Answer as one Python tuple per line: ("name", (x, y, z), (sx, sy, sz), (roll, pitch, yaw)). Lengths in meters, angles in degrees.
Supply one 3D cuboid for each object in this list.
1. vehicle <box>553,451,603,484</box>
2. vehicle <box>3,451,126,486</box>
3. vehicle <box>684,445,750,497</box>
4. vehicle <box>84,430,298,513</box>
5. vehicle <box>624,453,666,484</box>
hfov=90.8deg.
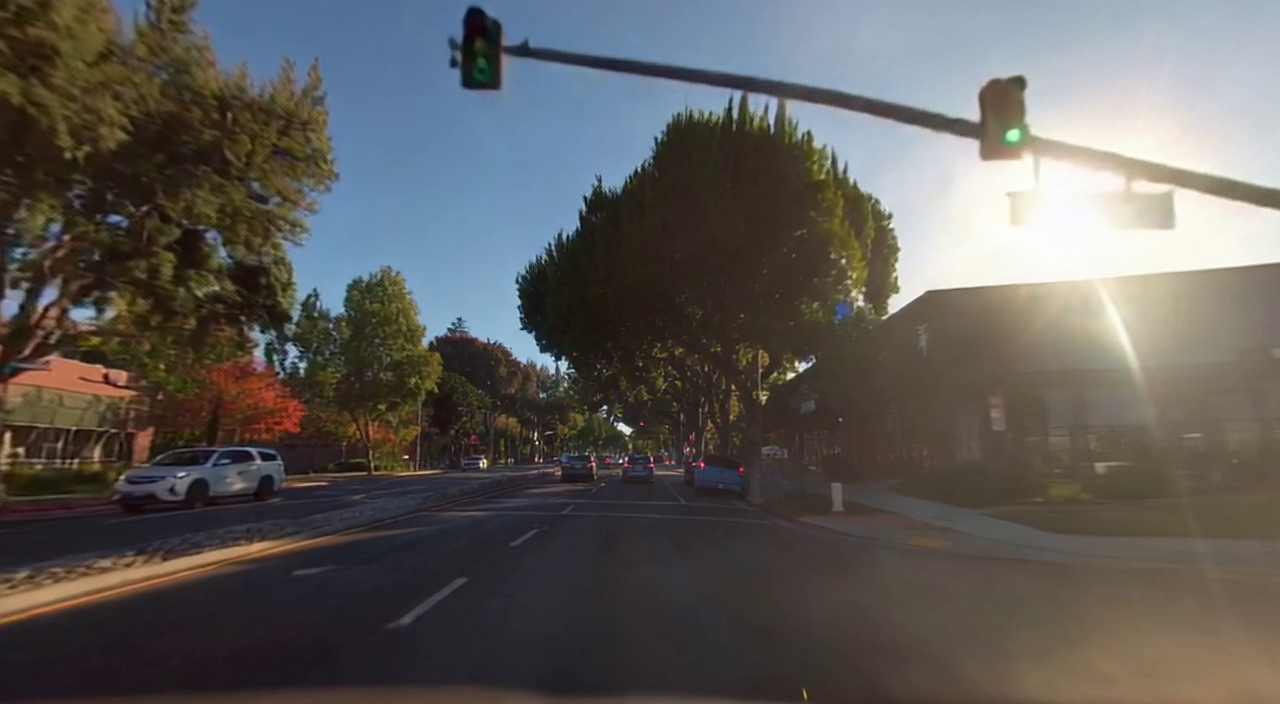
("vehicle", (-2.976, 5.636, 31.142), (1.921, 1.477, 4.083), (0, -9, 2))
("vehicle", (-29.255, 5.909, 32.376), (1.907, 1.665, 4.640), (0, -9, 0))
("vehicle", (2.999, 4.752, 25.696), (2.175, 1.850, 5.118), (0, -9, 2))
("vehicle", (-12.122, 3.254, 17.656), (2.260, 1.921, 4.902), (1, -9, 1))
("vehicle", (0.297, 6.128, 33.549), (2.085, 1.475, 3.976), (0, -9, 2))
